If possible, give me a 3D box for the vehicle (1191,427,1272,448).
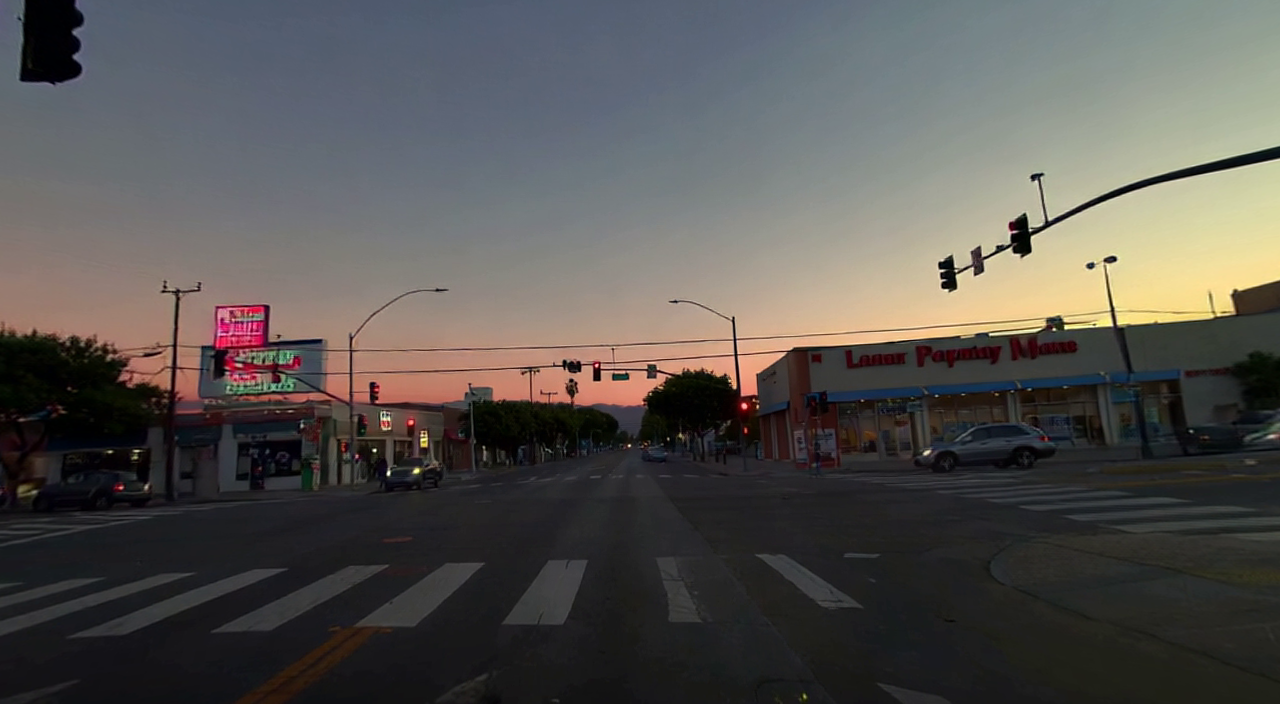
[{"bbox_3d":[42.046,6.067,44.915,4.347,1.446,1.777,1,-9,-9],"label":"vehicle"}]

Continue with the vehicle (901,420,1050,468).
[{"bbox_3d":[13.023,3.652,24.946,4.916,1.730,1.986,-4,-9,21],"label":"vehicle"}]

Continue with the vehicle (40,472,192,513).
[{"bbox_3d":[-21.196,5.679,25.656,4.676,1.463,1.909,-1,-8,6],"label":"vehicle"}]

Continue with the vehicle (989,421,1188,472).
[{"bbox_3d":[14.358,3.097,20.619,4.835,1.487,1.913,-4,-9,20],"label":"vehicle"}]
